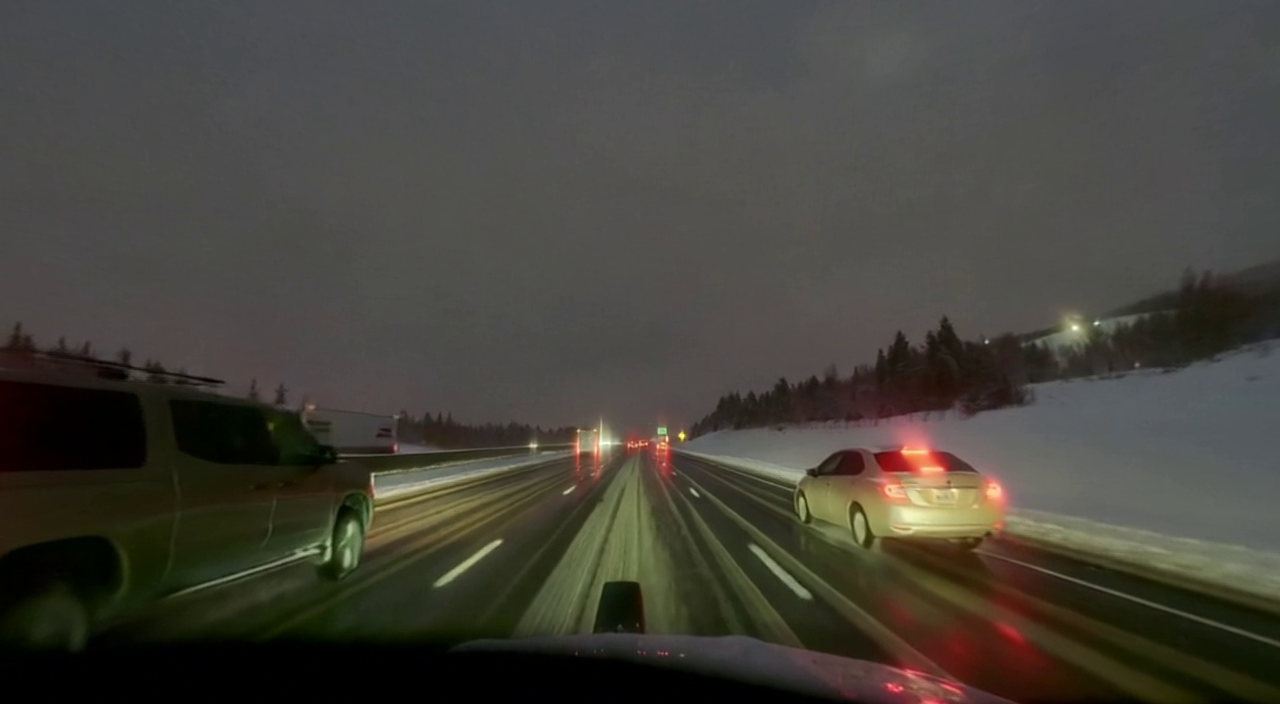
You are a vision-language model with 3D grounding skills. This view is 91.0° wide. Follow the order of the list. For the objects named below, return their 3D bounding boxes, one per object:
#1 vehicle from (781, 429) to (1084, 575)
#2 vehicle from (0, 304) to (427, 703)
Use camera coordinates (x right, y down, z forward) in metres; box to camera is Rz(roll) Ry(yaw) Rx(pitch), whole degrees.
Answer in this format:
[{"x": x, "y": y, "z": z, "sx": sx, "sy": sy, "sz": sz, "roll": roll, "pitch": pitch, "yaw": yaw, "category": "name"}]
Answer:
[{"x": 3.664, "y": 1.973, "z": 9.195, "sx": 2.047, "sy": 1.532, "sz": 4.884, "roll": 1, "pitch": -9, "yaw": 0, "category": "vehicle"}, {"x": -3.783, "y": 1.063, "z": 4.804, "sx": 2.285, "sy": 1.853, "sz": 5.564, "roll": 0, "pitch": -9, "yaw": 1, "category": "vehicle"}]
